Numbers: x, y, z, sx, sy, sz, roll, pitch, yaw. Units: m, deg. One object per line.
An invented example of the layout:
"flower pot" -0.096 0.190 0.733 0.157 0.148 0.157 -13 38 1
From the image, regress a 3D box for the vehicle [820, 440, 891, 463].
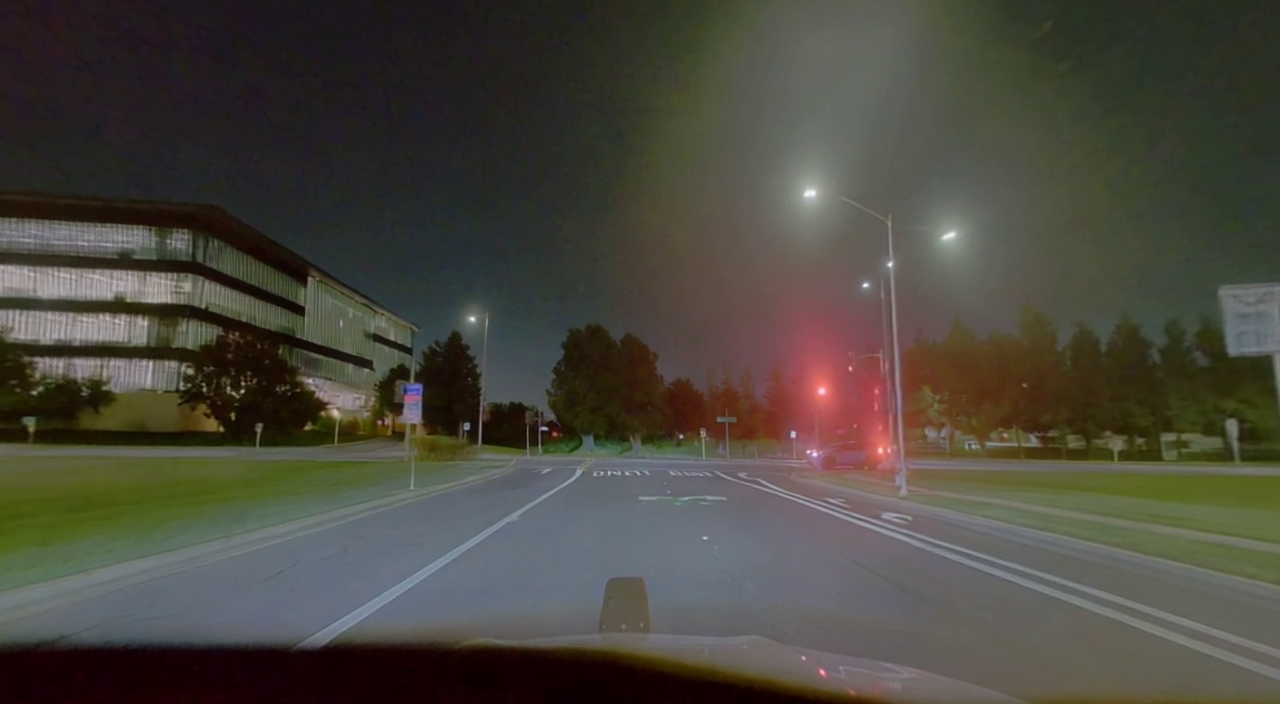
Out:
"vehicle" 16.496 7.615 48.419 4.715 1.671 2.030 0 -8 -1
